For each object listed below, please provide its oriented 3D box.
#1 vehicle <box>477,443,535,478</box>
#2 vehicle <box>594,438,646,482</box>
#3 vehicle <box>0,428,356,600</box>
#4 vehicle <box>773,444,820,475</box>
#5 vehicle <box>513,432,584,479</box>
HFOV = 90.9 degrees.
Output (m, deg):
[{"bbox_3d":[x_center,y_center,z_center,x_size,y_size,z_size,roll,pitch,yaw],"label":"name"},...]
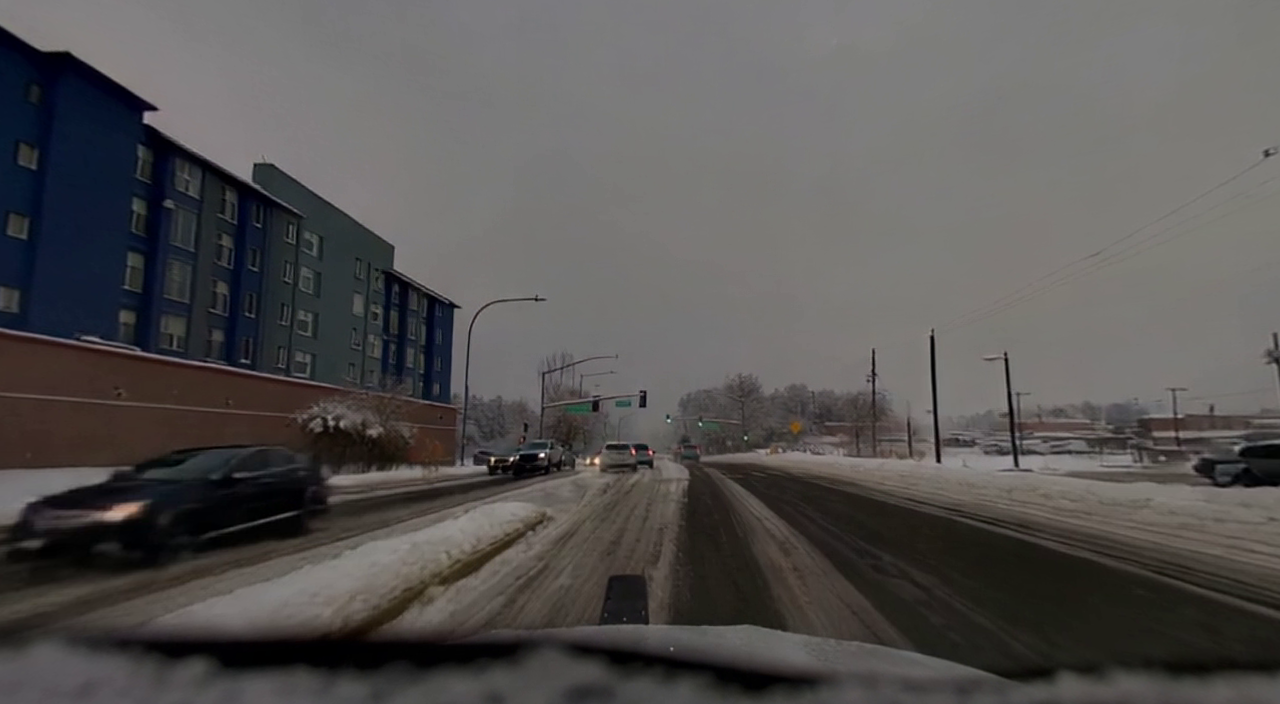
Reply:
[{"bbox_3d":[-7.522,6.155,35.893,2.123,1.831,4.304,-1,-9,3],"label":"vehicle"},{"bbox_3d":[-0.867,4.830,28.687,2.160,1.786,4.702,0,-8,-1],"label":"vehicle"},{"bbox_3d":[-5.564,1.738,7.805,1.973,1.502,4.275,-1,-8,2],"label":"vehicle"},{"bbox_3d":[9.596,6.619,39.036,1.952,1.749,4.311,-1,-8,3],"label":"vehicle"},{"bbox_3d":[-4.690,5.464,33.440,2.515,2.248,5.821,-1,-9,4],"label":"vehicle"}]
